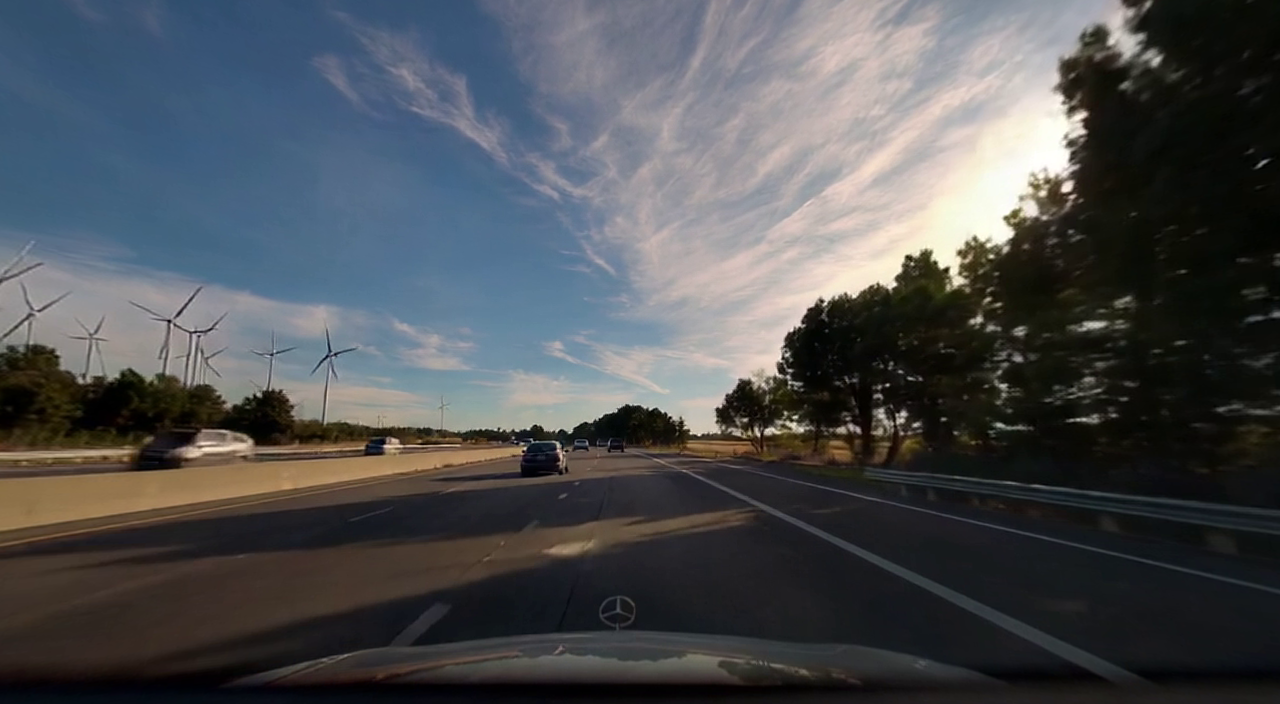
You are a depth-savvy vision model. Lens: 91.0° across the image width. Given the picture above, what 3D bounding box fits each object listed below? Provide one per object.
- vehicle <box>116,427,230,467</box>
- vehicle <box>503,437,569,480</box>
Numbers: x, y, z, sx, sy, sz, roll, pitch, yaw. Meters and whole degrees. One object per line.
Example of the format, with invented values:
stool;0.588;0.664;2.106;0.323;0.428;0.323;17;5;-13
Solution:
vehicle;-20.111;4.112;27.351;1.804;1.552;4.248;0;-8;-2
vehicle;-4.034;4.184;25.127;2.053;1.549;4.097;0;-8;-1
